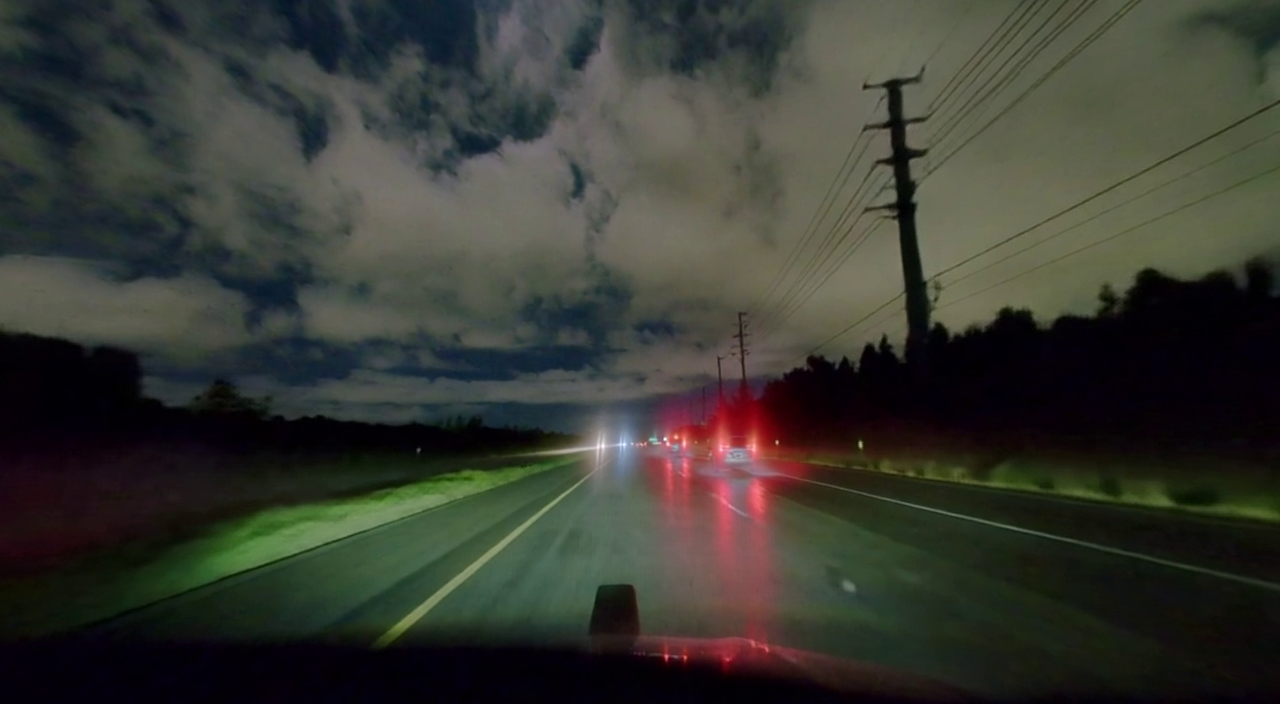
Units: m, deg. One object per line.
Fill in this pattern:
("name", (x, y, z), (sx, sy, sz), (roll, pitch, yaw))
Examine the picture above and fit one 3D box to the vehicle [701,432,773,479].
("vehicle", (3.570, 3.896, 23.965), (1.977, 1.581, 4.428), (0, -8, -1))
